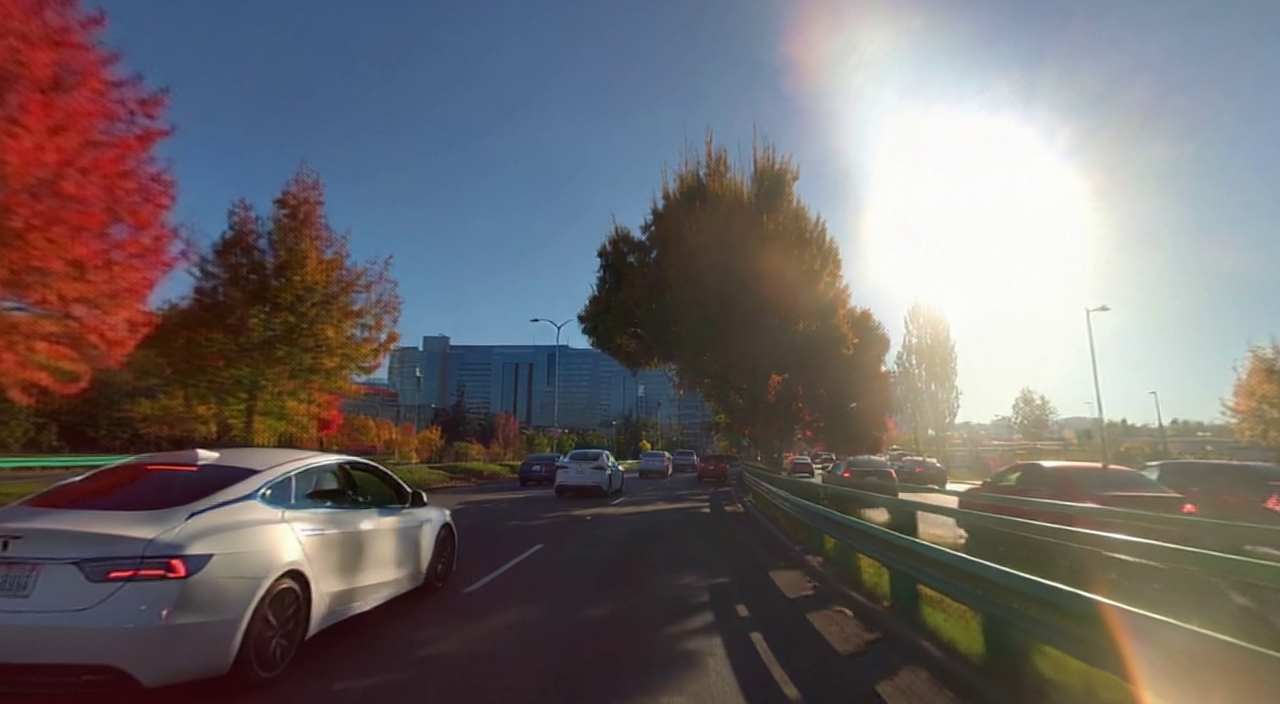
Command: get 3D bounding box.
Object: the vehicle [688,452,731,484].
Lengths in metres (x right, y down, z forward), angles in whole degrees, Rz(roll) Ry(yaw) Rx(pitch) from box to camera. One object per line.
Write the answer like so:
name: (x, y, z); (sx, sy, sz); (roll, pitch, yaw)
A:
vehicle: (3.689, 5.984, 32.828); (2.015, 1.506, 4.276); (-1, -9, 9)

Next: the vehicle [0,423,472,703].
vehicle: (-3.065, 1.433, 5.223); (1.921, 1.503, 4.317); (0, -9, 3)

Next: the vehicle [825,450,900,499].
vehicle: (8.300, 4.556, 23.824); (1.768, 1.634, 4.064); (0, -9, 7)

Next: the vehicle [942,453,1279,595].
vehicle: (6.546, 2.311, 9.491); (1.869, 1.516, 4.753); (0, -9, 3)

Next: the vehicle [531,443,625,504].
vehicle: (-1.795, 3.757, 19.958); (1.979, 1.663, 4.513); (-1, -9, 7)

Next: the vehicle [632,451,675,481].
vehicle: (0.875, 6.633, 36.978); (1.930, 1.635, 4.260); (-1, -9, 9)

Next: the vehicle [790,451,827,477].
vehicle: (11.429, 7.618, 42.934); (1.890, 1.610, 4.045); (-1, -9, 8)
